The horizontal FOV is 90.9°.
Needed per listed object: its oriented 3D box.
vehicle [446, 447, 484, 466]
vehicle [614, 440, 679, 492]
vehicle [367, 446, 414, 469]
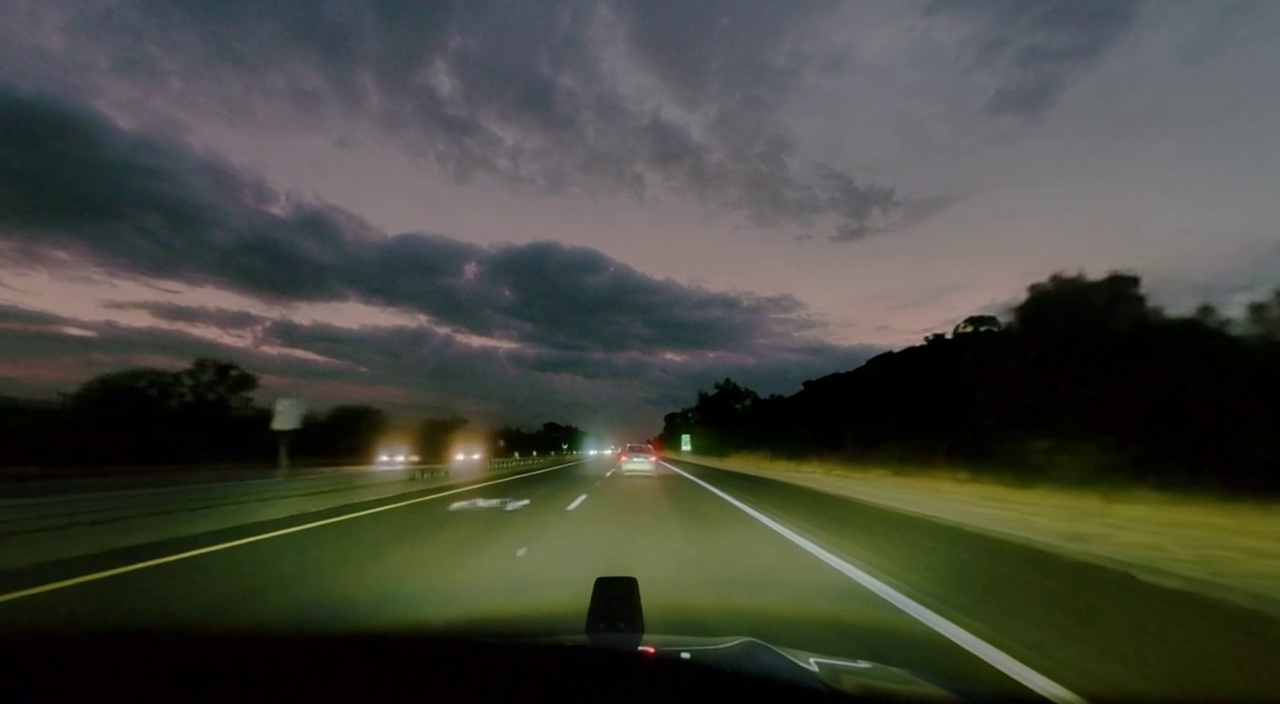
[{"bbox_3d":[-13.764,8.239,49.862,1.875,1.457,3.773,0,-9,1],"label":"vehicle"},{"bbox_3d":[0.239,4.101,23.072,2.135,1.686,4.517,0,-9,0],"label":"vehicle"},{"bbox_3d":[-17.378,7.357,44.110,1.727,1.481,3.726,0,-9,0],"label":"vehicle"}]
